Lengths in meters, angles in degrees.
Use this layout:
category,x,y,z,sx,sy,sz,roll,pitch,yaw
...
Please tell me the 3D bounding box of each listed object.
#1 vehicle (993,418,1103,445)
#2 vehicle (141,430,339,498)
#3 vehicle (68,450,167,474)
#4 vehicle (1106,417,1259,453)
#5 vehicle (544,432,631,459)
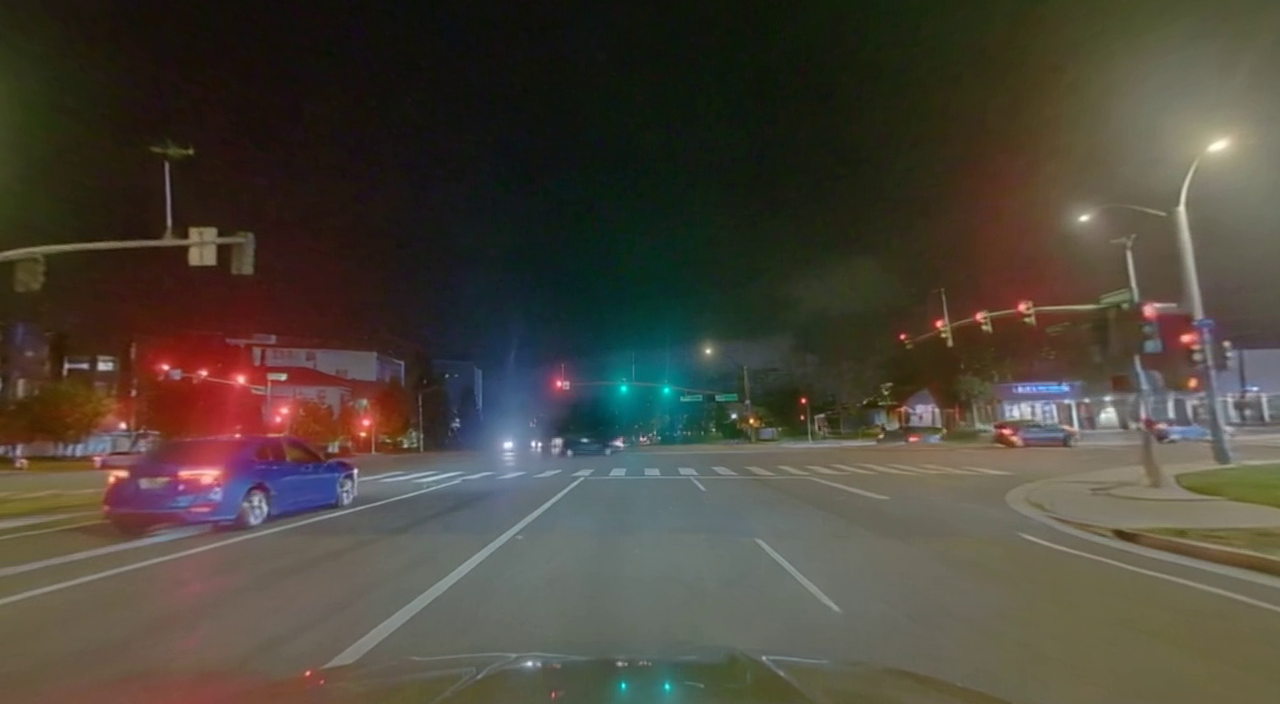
category,x,y,z,sx,sy,sz,roll,pitch,yaw
vehicle,22.278,4.385,34.516,4.647,1.428,1.825,-1,-8,4
vehicle,-9.862,2.797,16.148,1.899,1.460,4.880,0,-8,0
vehicle,-34.280,7.219,41.360,4.805,1.494,2.112,-1,-8,5
vehicle,23.844,3.681,27.797,4.885,1.503,1.845,-1,-8,3
vehicle,-2.970,5.419,36.408,4.775,1.466,1.850,-1,-8,5
